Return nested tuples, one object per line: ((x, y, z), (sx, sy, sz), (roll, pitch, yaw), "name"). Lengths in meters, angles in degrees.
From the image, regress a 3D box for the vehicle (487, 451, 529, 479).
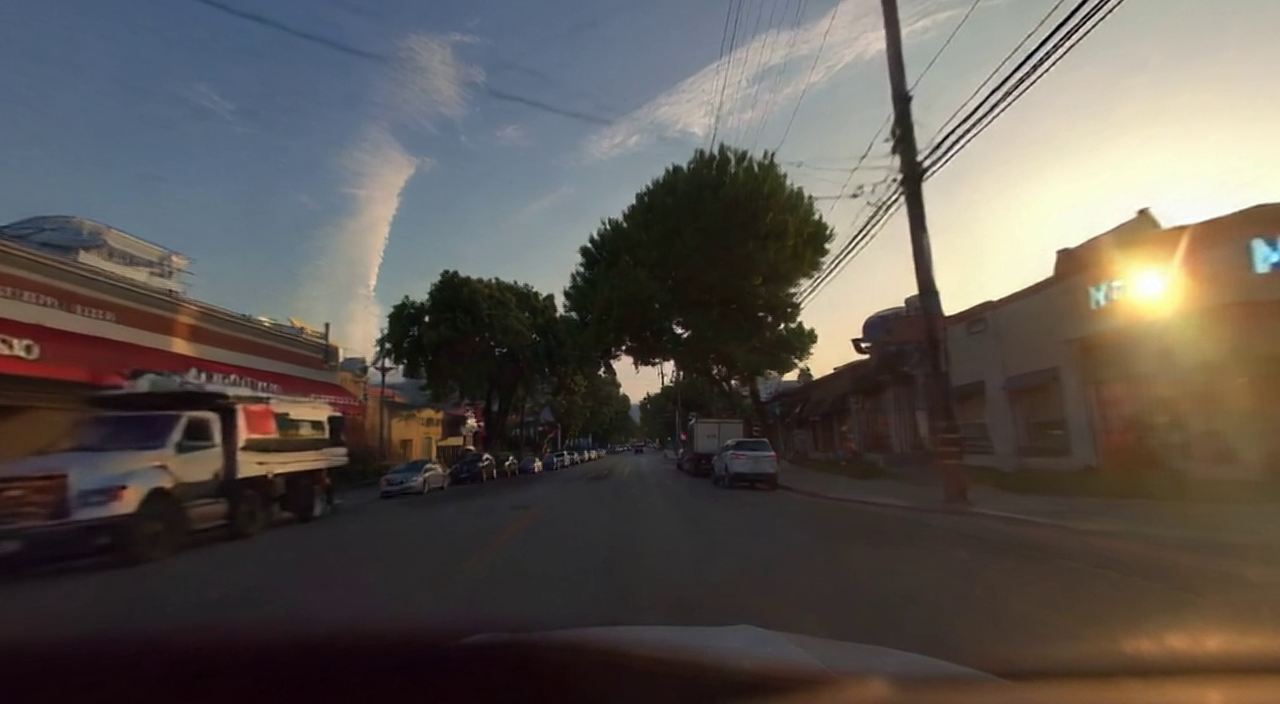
((-7.997, 6.862, 38.520), (1.678, 1.468, 3.706), (-4, -9, 0), "vehicle")

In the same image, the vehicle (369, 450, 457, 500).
((-8.139, 4.409, 23.024), (1.704, 1.464, 4.089), (-3, -8, 0), "vehicle")

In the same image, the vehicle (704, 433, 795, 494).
((3.514, 3.685, 21.286), (2.097, 1.784, 4.915), (0, -8, -1), "vehicle")

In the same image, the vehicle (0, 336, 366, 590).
((-8.182, 1.910, 11.685), (2.745, 3.157, 7.388), (-1, -8, 1), "vehicle")

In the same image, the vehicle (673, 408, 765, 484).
((3.653, 4.612, 31.904), (3.011, 3.127, 8.608), (-3, -7, -3), "vehicle")

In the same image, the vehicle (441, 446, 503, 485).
((-8.064, 5.437, 30.647), (1.882, 1.639, 4.187), (-3, -8, 0), "vehicle")
